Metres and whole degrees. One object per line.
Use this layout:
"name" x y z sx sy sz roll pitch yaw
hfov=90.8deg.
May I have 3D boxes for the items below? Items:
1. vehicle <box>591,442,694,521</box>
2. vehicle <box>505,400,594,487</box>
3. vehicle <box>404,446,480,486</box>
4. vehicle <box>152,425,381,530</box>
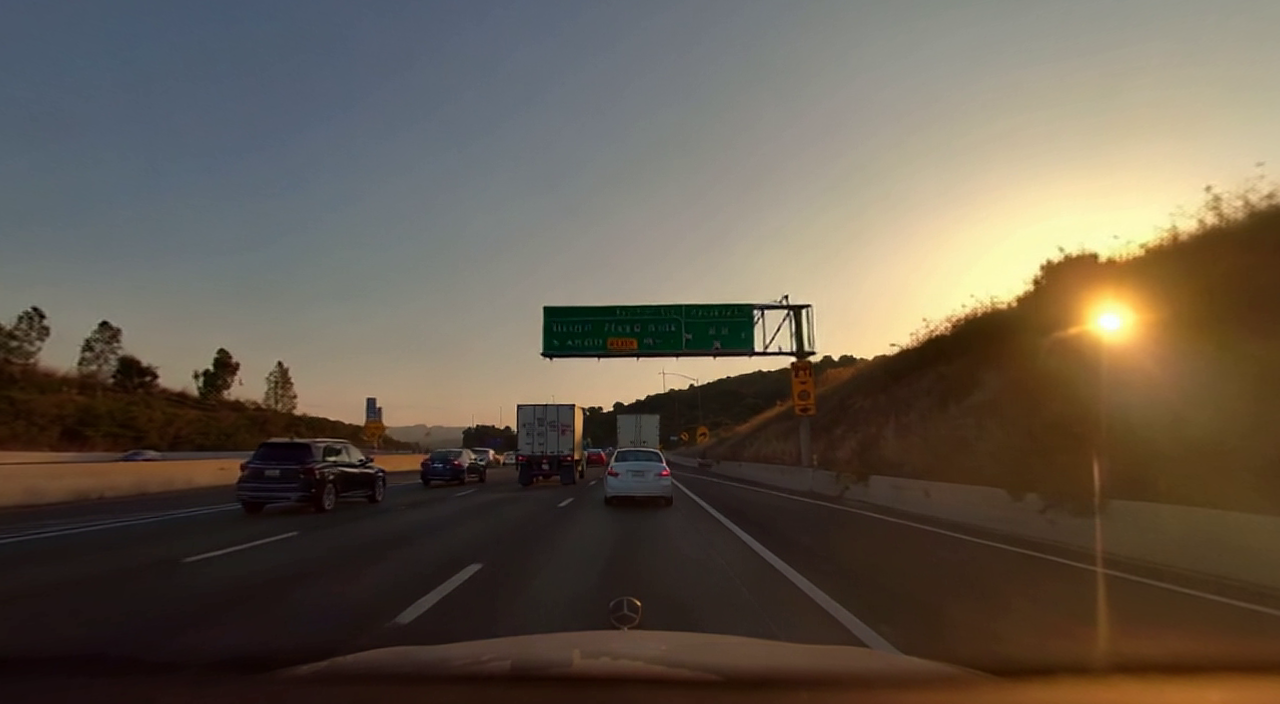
"vehicle" 0.022 2.779 13.962 1.995 1.495 3.380 0 -9 -1
"vehicle" -3.819 4.137 28.357 2.812 3.342 7.248 -1 -9 1
"vehicle" -8.054 4.666 26.040 1.880 1.512 3.758 -1 -9 1
"vehicle" -7.219 2.461 12.871 1.952 1.746 4.332 -1 -9 1
